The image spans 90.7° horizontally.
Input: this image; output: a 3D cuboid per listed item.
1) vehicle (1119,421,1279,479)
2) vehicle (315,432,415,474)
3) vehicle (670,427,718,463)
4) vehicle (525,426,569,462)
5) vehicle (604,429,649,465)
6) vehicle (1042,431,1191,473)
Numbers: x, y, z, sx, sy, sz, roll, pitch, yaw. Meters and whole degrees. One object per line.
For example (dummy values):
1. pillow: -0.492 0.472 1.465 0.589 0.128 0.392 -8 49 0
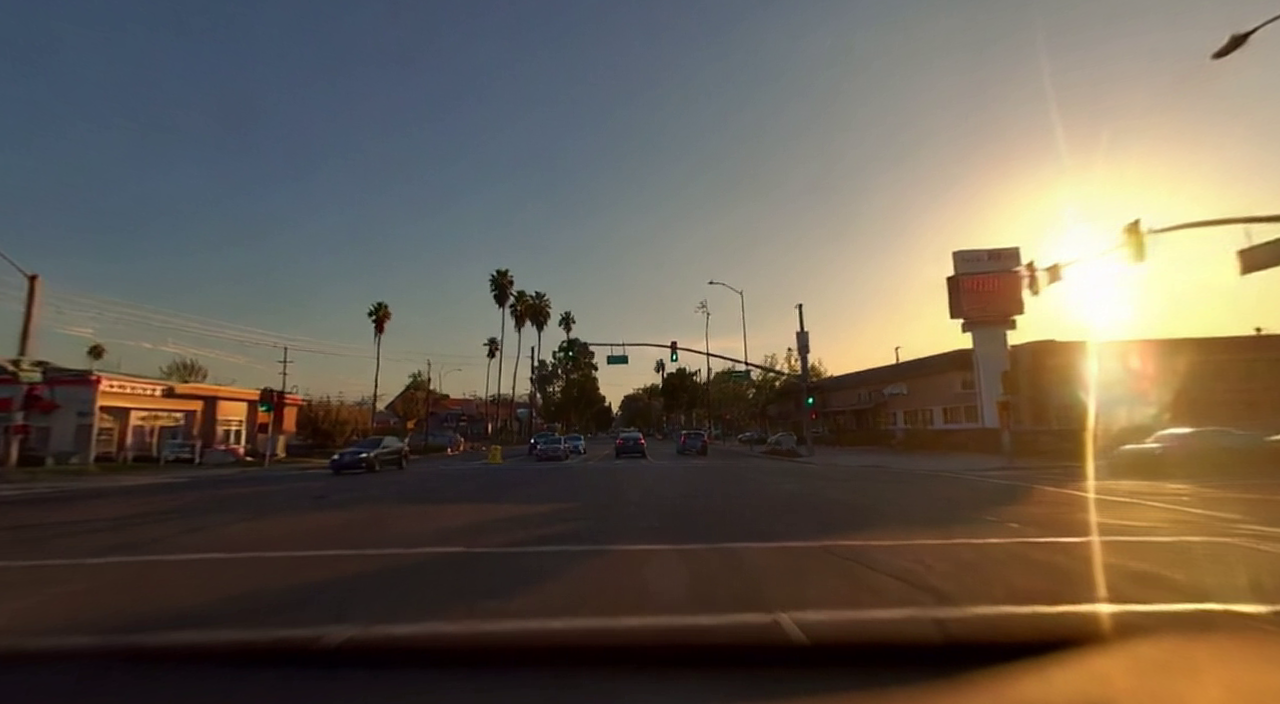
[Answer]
1. vehicle: 18.610 3.120 20.330 4.685 1.704 2.118 0 -8 -2
2. vehicle: -13.353 4.934 31.243 2.287 1.874 5.798 0 -8 0
3. vehicle: 3.039 5.403 36.967 2.190 1.913 5.174 0 -8 -2
4. vehicle: -5.716 5.742 39.600 2.072 2.107 4.723 0 -8 -1
5. vehicle: -0.663 4.896 32.773 2.177 1.754 3.815 0 -8 0
6. vehicle: 19.329 4.071 25.815 4.448 1.611 2.065 1 -8 -4
